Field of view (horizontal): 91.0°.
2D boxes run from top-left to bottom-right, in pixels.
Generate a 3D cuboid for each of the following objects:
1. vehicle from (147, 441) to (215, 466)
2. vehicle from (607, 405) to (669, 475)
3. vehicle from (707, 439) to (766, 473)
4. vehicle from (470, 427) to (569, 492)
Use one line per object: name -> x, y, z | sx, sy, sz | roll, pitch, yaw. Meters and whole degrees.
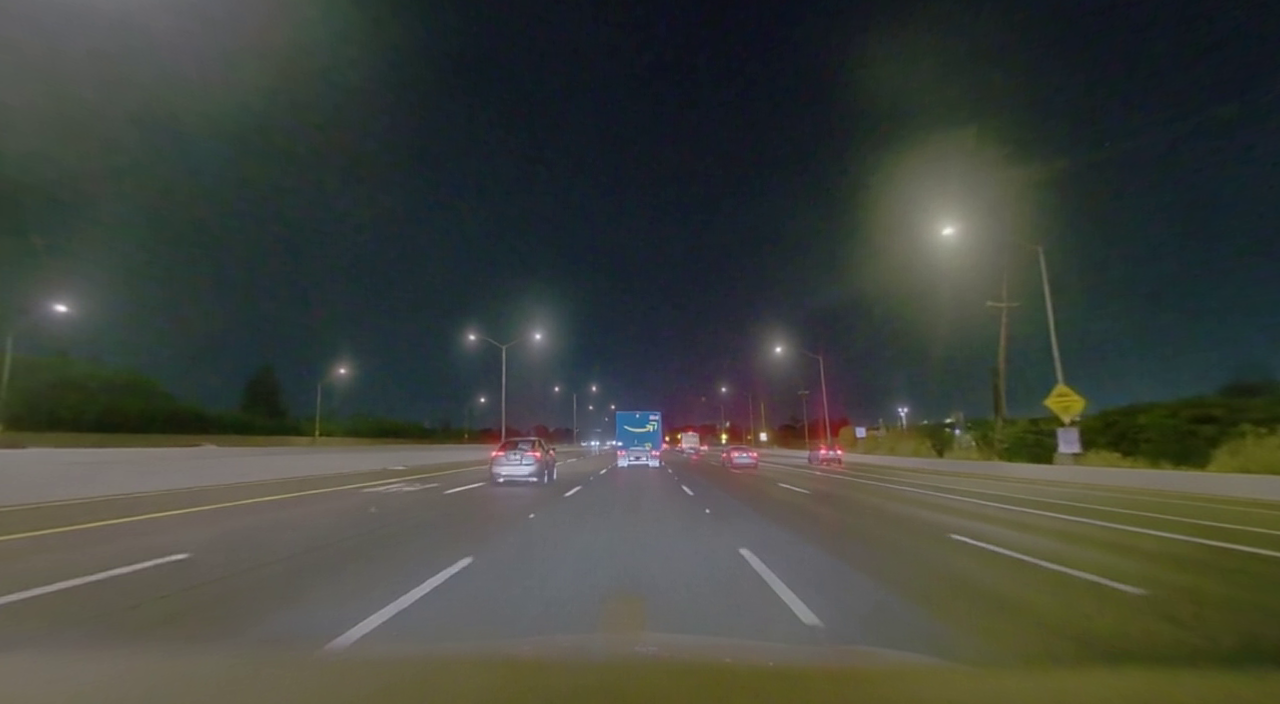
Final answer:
vehicle -> -29.336, 6.496, 40.384 | 1.597, 1.456, 3.631 | 1, -8, 0
vehicle -> -0.098, 3.923, 28.005 | 2.456, 2.705, 6.251 | 1, -8, -1
vehicle -> 4.624, 5.075, 30.944 | 1.970, 1.499, 4.491 | 1, -8, -3
vehicle -> -3.436, 3.158, 18.844 | 2.095, 1.688, 4.188 | 0, -8, 1
